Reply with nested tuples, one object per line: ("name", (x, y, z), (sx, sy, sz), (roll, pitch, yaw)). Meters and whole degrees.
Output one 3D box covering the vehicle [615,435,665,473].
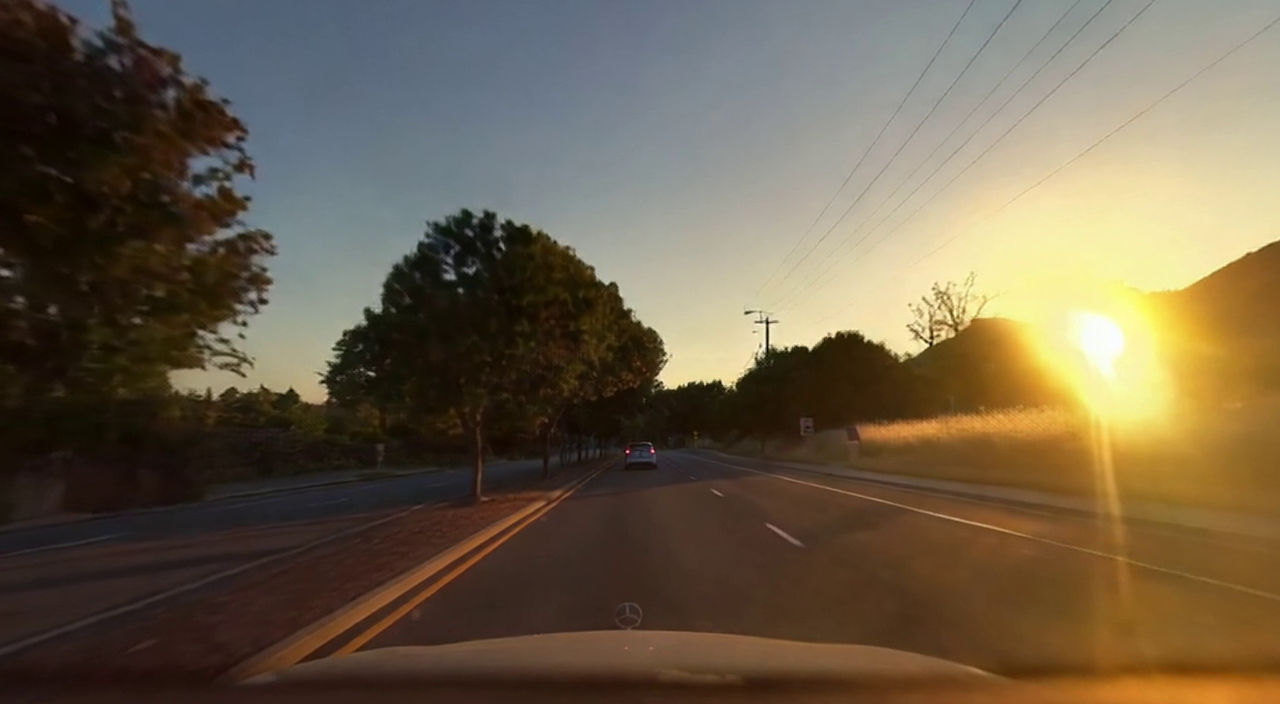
("vehicle", (0.007, 5.007, 30.956), (2.256, 1.734, 4.176), (0, -9, 0))
